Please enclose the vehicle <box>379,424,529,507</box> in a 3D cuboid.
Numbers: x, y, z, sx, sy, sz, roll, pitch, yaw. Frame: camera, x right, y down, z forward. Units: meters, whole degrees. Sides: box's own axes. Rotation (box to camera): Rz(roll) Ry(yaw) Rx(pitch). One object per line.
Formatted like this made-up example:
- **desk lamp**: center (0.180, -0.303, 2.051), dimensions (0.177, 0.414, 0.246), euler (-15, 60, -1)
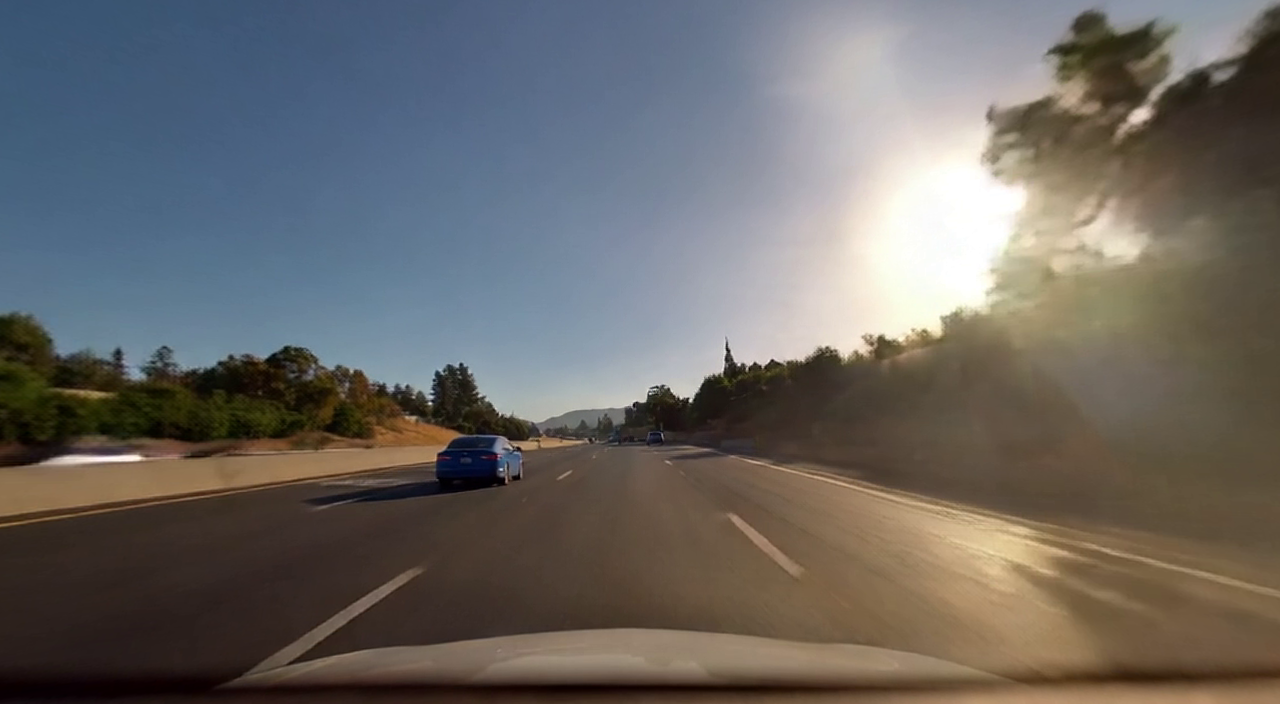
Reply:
- **vehicle**: center (-3.817, 2.390, 13.844), dimensions (2.026, 1.517, 4.325), euler (0, -8, -1)
